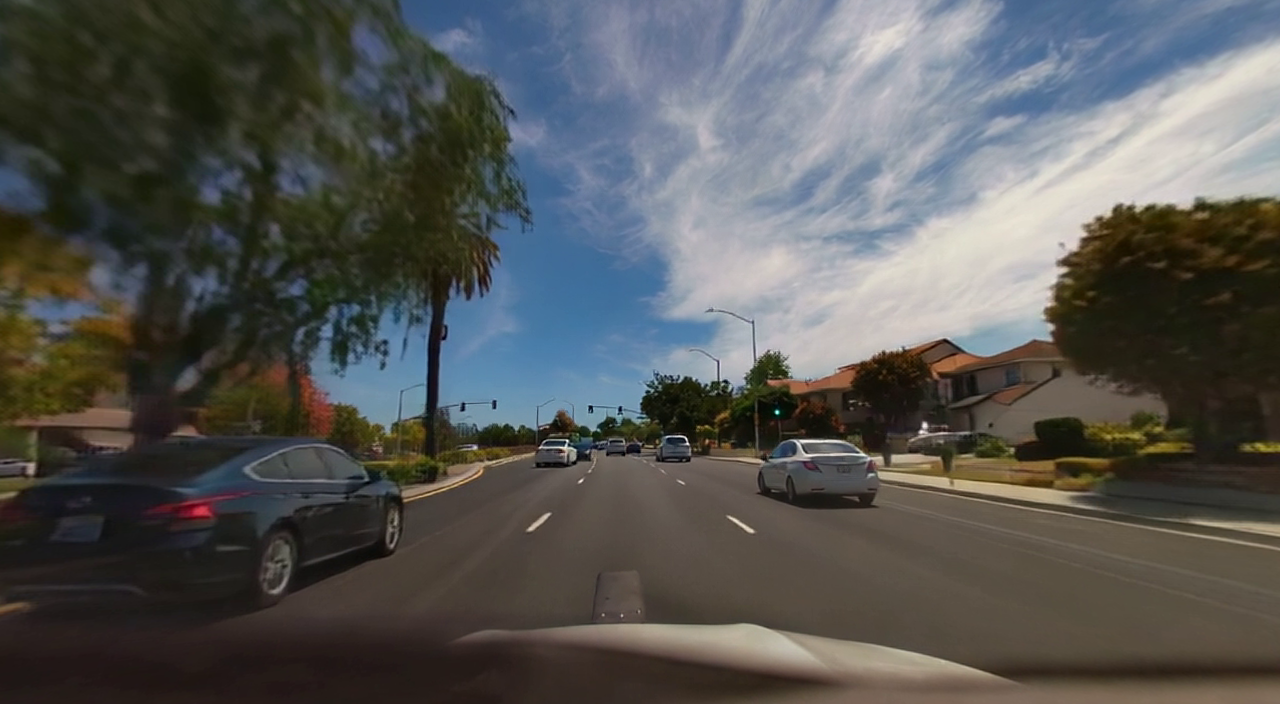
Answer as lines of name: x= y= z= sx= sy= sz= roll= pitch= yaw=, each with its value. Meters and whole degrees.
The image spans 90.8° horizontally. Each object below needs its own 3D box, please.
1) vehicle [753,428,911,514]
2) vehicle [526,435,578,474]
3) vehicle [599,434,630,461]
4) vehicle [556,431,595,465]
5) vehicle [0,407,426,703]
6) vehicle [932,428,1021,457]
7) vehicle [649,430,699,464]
vehicle: x=3.773 y=2.406 z=13.263 sx=1.870 sy=1.491 sz=4.009 roll=0 pitch=-8 yaw=-3
vehicle: x=-3.826 y=4.504 z=27.960 sx=1.922 sy=1.577 sz=4.140 roll=0 pitch=-8 yaw=-3
vehicle: x=-1.961 y=7.199 z=47.702 sx=2.164 sy=1.867 sz=4.254 roll=1 pitch=-8 yaw=-5
vehicle: x=-4.107 y=6.203 z=40.956 sx=2.354 sy=1.948 sz=6.355 roll=1 pitch=-8 yaw=-5
vehicle: x=-3.473 y=1.329 z=5.326 sx=1.924 sy=1.473 sz=4.200 roll=0 pitch=-8 yaw=-1
vehicle: x=19.126 y=5.120 z=35.932 sx=4.372 sy=1.425 sz=1.833 roll=0 pitch=-8 yaw=-19
vehicle: x=2.020 y=5.962 z=39.814 sx=2.391 sy=1.960 sz=5.600 roll=1 pitch=-8 yaw=-4
